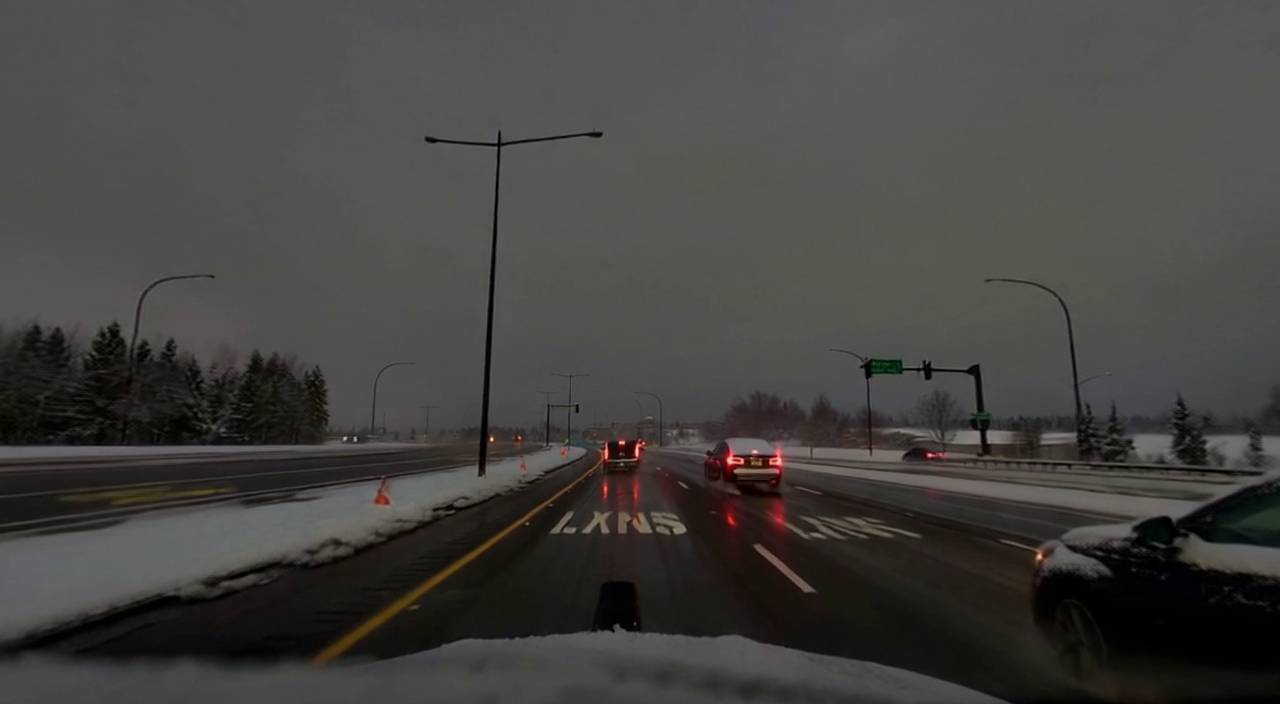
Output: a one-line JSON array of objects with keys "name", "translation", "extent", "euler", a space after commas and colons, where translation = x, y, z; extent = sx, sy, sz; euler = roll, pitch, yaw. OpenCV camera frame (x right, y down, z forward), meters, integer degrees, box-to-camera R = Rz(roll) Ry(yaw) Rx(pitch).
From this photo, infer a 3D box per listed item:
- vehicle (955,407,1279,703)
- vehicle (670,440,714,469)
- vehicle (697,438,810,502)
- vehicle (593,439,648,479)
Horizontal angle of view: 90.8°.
[{"name": "vehicle", "translation": [3.258, 0.937, 2.283], "extent": [1.996, 1.455, 4.281], "euler": [0, -8, 0]}, {"name": "vehicle", "translation": [2.839, 5.756, 35.591], "extent": [1.916, 1.487, 4.117], "euler": [0, -8, -3]}, {"name": "vehicle", "translation": [2.816, 3.044, 16.784], "extent": [2.042, 1.460, 4.451], "euler": [0, -8, -2]}, {"name": "vehicle", "translation": [-0.775, 4.377, 26.085], "extent": [2.069, 1.470, 4.004], "euler": [0, -8, -1]}]
